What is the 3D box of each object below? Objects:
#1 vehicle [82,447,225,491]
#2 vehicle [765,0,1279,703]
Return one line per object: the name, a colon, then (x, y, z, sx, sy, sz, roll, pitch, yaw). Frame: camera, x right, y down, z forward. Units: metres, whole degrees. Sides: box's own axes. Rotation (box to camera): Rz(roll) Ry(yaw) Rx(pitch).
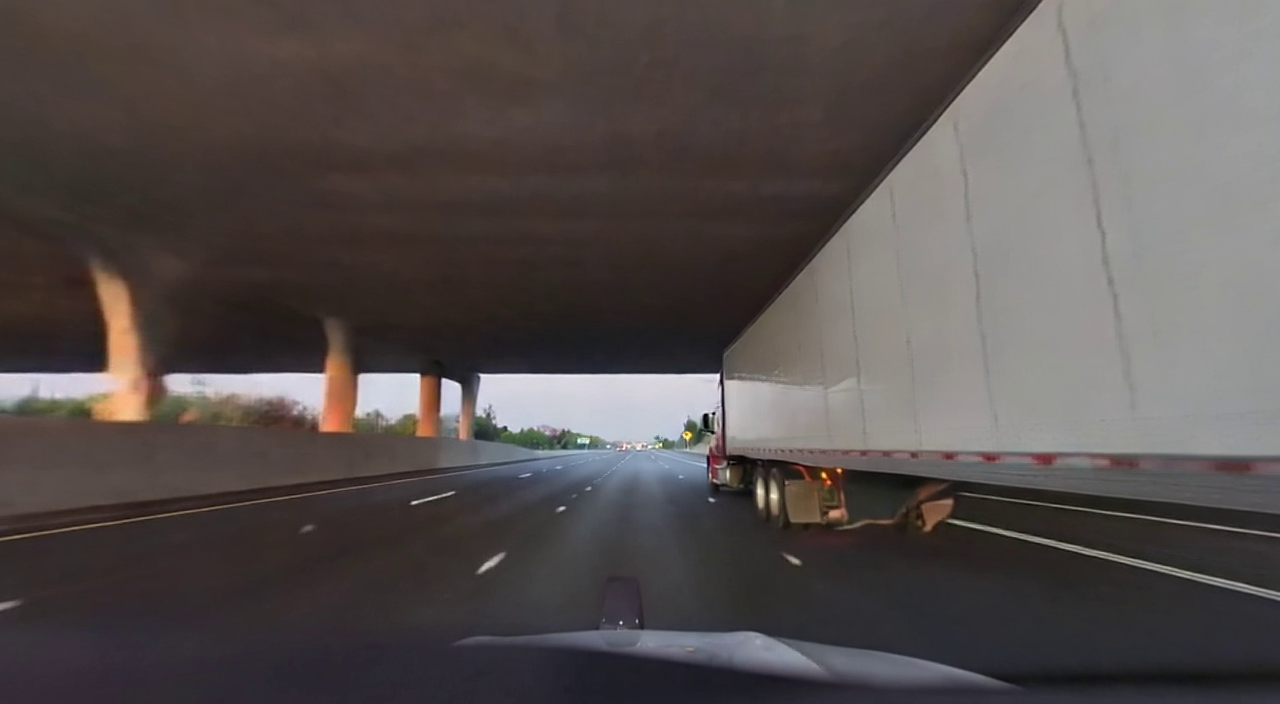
vehicle: (-18.894, 4.538, 24.780, 1.961, 1.550, 4.440, 0, -9, 2)
vehicle: (3.786, -0.163, 3.850, 2.949, 4.149, 16.046, 0, -9, 1)
